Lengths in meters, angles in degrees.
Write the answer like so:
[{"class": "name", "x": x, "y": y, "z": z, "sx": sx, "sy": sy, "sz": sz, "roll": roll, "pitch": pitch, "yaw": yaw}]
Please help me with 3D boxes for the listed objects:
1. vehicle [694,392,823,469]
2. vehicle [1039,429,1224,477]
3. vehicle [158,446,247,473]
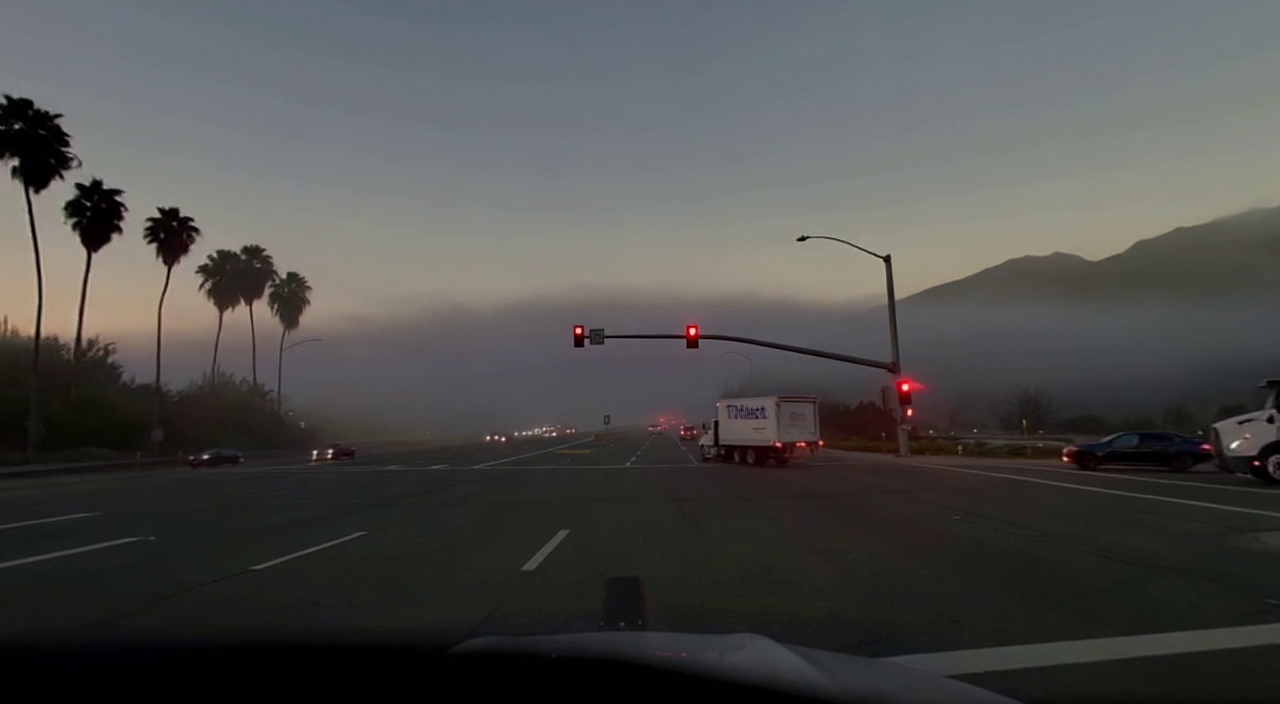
[{"class": "vehicle", "x": 5.741, "y": 4.100, "z": 32.095, "sx": 3.237, "sy": 3.414, "sz": 7.088, "roll": 3, "pitch": -9, "yaw": -20}, {"class": "vehicle", "x": 16.592, "y": 3.443, "z": 21.503, "sx": 4.508, "sy": 1.493, "sz": 1.907, "roll": -3, "pitch": -9, "yaw": 19}, {"class": "vehicle", "x": -26.225, "y": 6.437, "z": 37.875, "sx": 1.868, "sy": 1.469, "sz": 4.746, "roll": 0, "pitch": -9, "yaw": 1}]
